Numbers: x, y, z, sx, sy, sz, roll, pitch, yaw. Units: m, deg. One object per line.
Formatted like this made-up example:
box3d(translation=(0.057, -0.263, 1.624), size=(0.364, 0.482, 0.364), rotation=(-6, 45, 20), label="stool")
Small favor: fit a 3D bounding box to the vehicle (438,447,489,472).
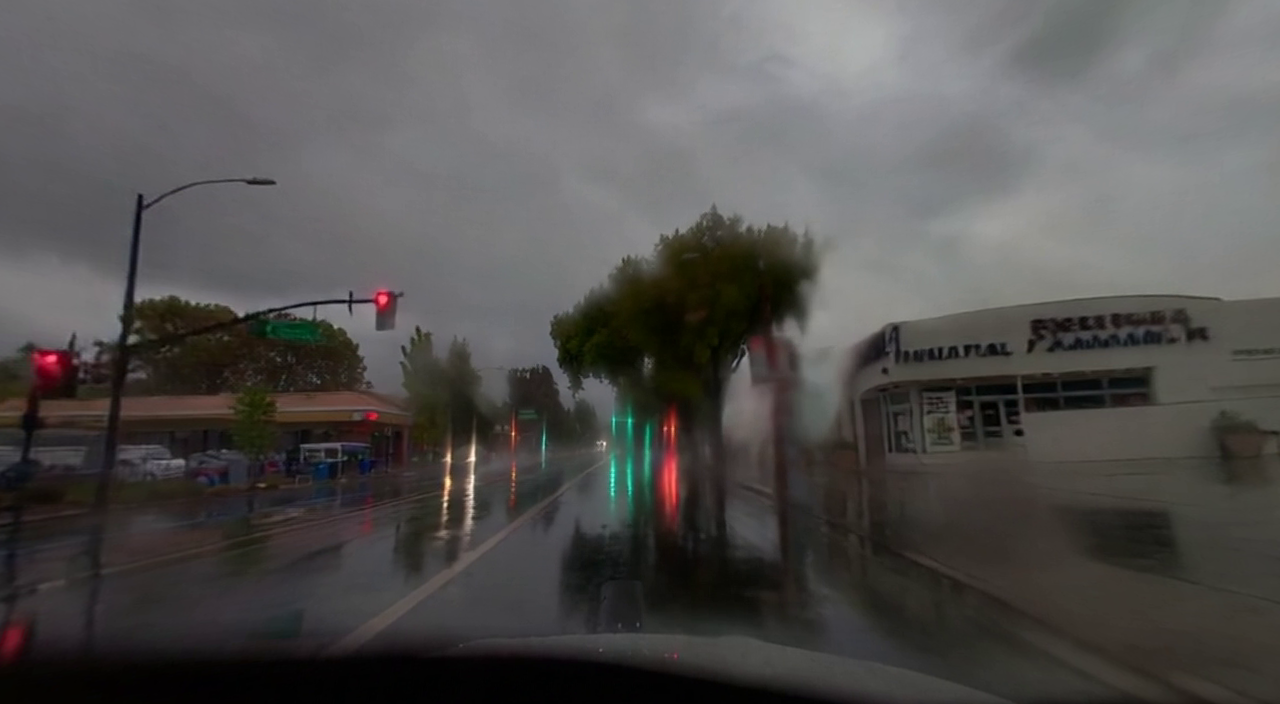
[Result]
box3d(translation=(-11.444, 6.977, 41.171), size=(1.889, 1.499, 4.541), rotation=(0, -9, 1), label="vehicle")
